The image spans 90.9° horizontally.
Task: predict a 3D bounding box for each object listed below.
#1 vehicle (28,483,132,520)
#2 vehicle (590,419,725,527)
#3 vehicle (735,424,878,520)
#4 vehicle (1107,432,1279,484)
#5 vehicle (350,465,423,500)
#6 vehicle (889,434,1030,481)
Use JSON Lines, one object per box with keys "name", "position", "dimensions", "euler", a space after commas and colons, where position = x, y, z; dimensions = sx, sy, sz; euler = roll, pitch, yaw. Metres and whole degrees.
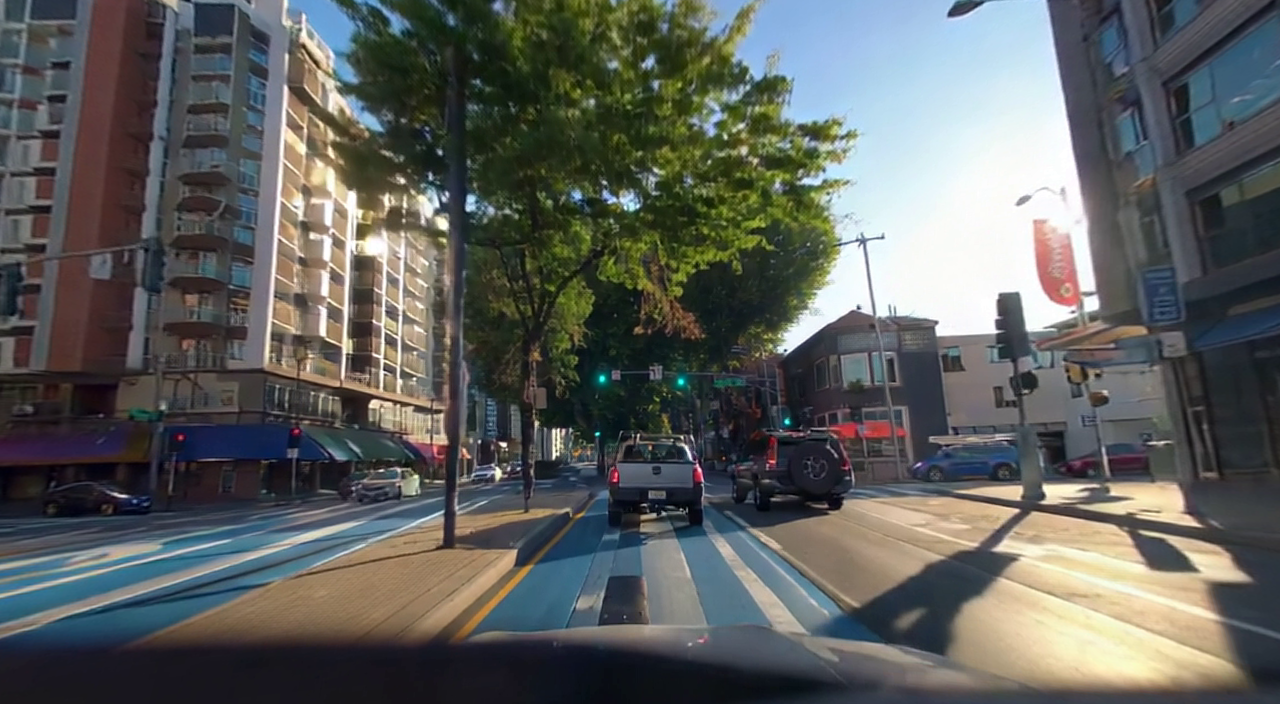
{"name": "vehicle", "position": [-27.610, 7.366, 31.189], "dimensions": [3.416, 1.466, 1.840], "euler": [-3, -6, 0]}
{"name": "vehicle", "position": [0.301, 2.322, 12.522], "dimensions": [2.209, 1.748, 4.130], "euler": [0, -9, 0]}
{"name": "vehicle", "position": [3.377, 2.527, 13.678], "dimensions": [1.939, 1.746, 4.091], "euler": [0, -9, 0]}
{"name": "vehicle", "position": [18.924, 3.604, 21.555], "dimensions": [4.248, 1.642, 1.961], "euler": [0, -9, 0]}
{"name": "vehicle", "position": [-13.419, 6.914, 33.697], "dimensions": [2.035, 1.619, 4.327], "euler": [0, -9, 1]}
{"name": "vehicle", "position": [14.279, 4.748, 28.502], "dimensions": [5.156, 2.005, 2.122], "euler": [-1, -9, 6]}
